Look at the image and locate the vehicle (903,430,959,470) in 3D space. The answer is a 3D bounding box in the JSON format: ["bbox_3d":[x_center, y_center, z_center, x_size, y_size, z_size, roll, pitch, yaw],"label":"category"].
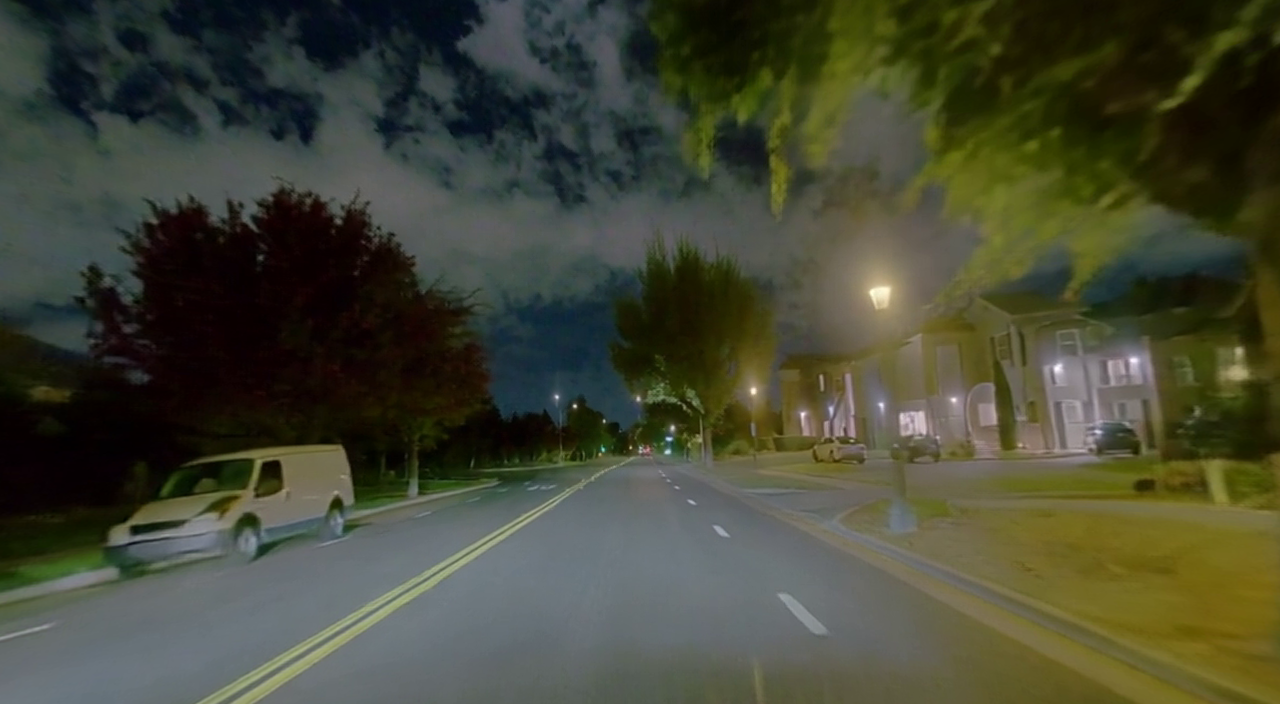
[{"bbox_3d":[13.849,4.638,29.909,1.860,1.697,4.292,-5,-10,30],"label":"vehicle"}]

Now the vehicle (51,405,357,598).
[{"bbox_3d":[-6.793,2.334,10.621,2.057,2.317,4.386,-6,-10,-1],"label":"vehicle"}]

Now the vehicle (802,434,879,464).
[{"bbox_3d":[9.419,4.621,30.094,1.922,1.263,4.664,0,-9,-3],"label":"vehicle"}]

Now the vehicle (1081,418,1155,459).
[{"bbox_3d":[21.831,3.982,29.020,1.956,1.632,3.922,-9,-11,27],"label":"vehicle"}]
